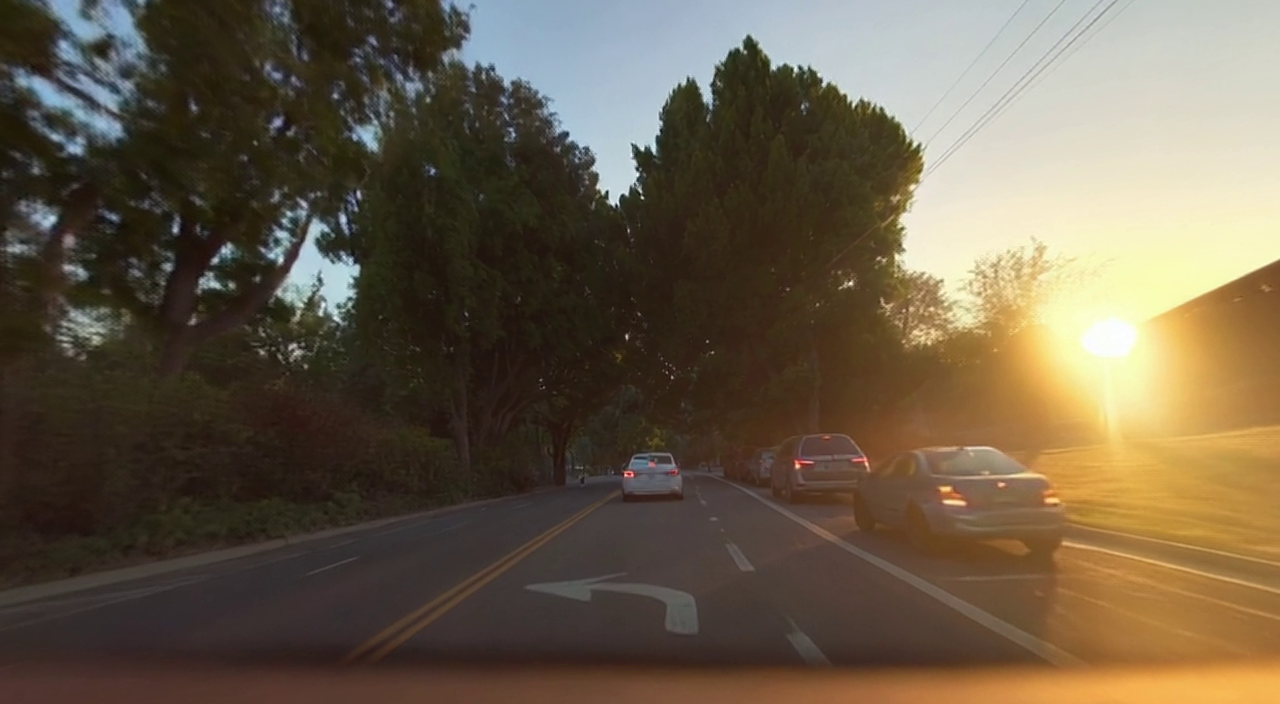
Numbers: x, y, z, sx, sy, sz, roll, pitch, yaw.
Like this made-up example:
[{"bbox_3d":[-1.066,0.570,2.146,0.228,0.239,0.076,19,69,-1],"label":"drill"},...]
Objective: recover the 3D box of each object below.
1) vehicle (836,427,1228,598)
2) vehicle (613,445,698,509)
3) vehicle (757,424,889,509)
[{"bbox_3d":[4.168,1.757,7.965,1.992,1.469,4.823,0,-8,2],"label":"vehicle"},{"bbox_3d":[0.440,3.349,17.442,2.078,1.521,4.058,0,-8,2],"label":"vehicle"},{"bbox_3d":[4.405,2.834,16.075,2.066,1.804,4.751,0,-8,2],"label":"vehicle"}]
